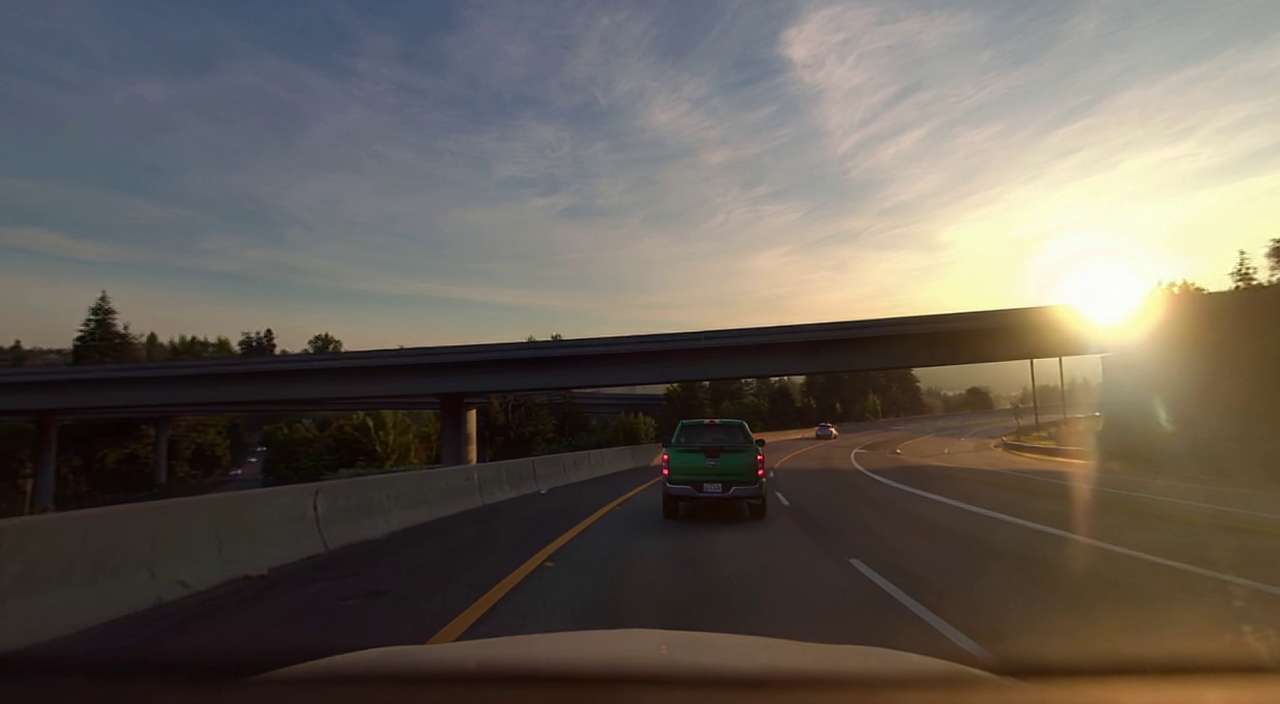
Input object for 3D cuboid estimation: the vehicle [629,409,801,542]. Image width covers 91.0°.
[{"bbox_3d":[1.218,1.942,10.514,2.235,1.716,4.435,-1,-9,7],"label":"vehicle"}]
